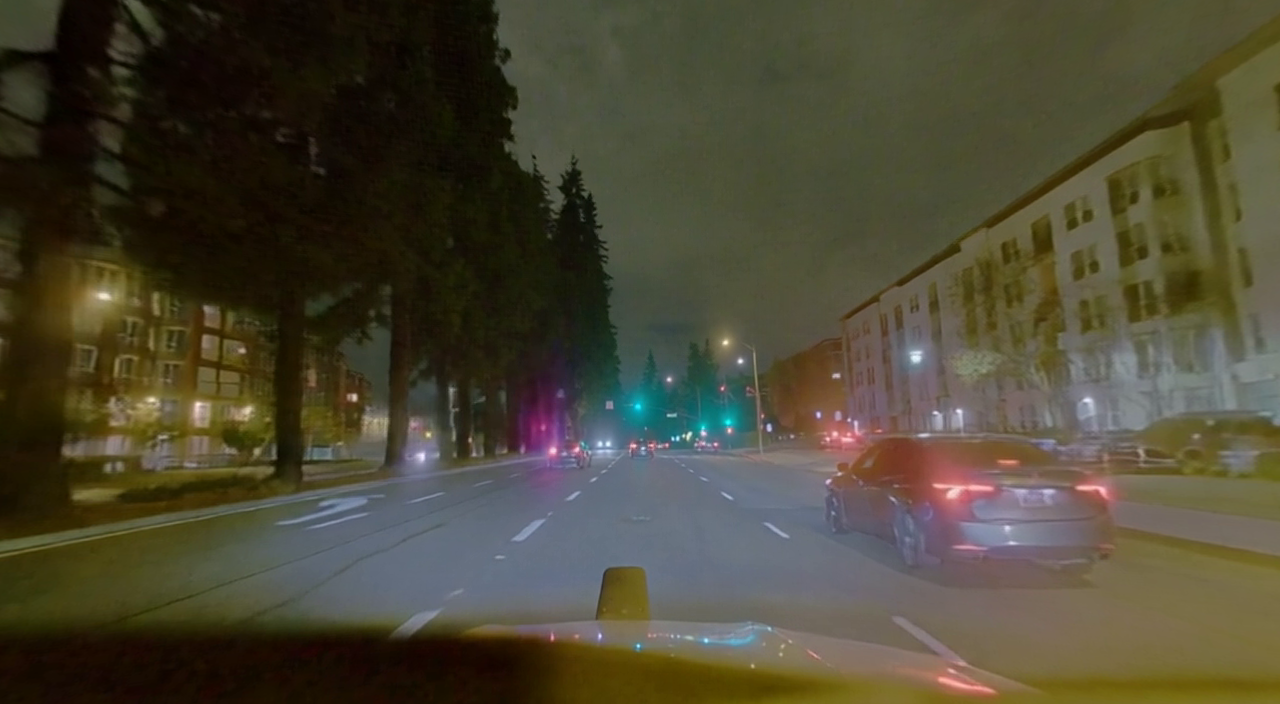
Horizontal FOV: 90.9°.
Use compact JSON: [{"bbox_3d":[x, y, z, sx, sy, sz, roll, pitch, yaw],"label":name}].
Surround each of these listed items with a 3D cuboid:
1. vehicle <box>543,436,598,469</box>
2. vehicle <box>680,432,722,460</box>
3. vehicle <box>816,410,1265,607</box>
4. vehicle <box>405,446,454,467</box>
[{"bbox_3d":[-3.326,4.911,31.053,2.049,1.485,4.656,0,-9,1],"label":"vehicle"},{"bbox_3d":[3.787,5.961,39.795,2.137,1.646,4.488,0,-9,-1],"label":"vehicle"},{"bbox_3d":[3.725,1.547,7.187,2.128,1.502,4.572,0,-9,0],"label":"vehicle"},{"bbox_3d":[-15.299,7.605,46.113,1.901,1.438,4.557,0,-9,1],"label":"vehicle"}]
